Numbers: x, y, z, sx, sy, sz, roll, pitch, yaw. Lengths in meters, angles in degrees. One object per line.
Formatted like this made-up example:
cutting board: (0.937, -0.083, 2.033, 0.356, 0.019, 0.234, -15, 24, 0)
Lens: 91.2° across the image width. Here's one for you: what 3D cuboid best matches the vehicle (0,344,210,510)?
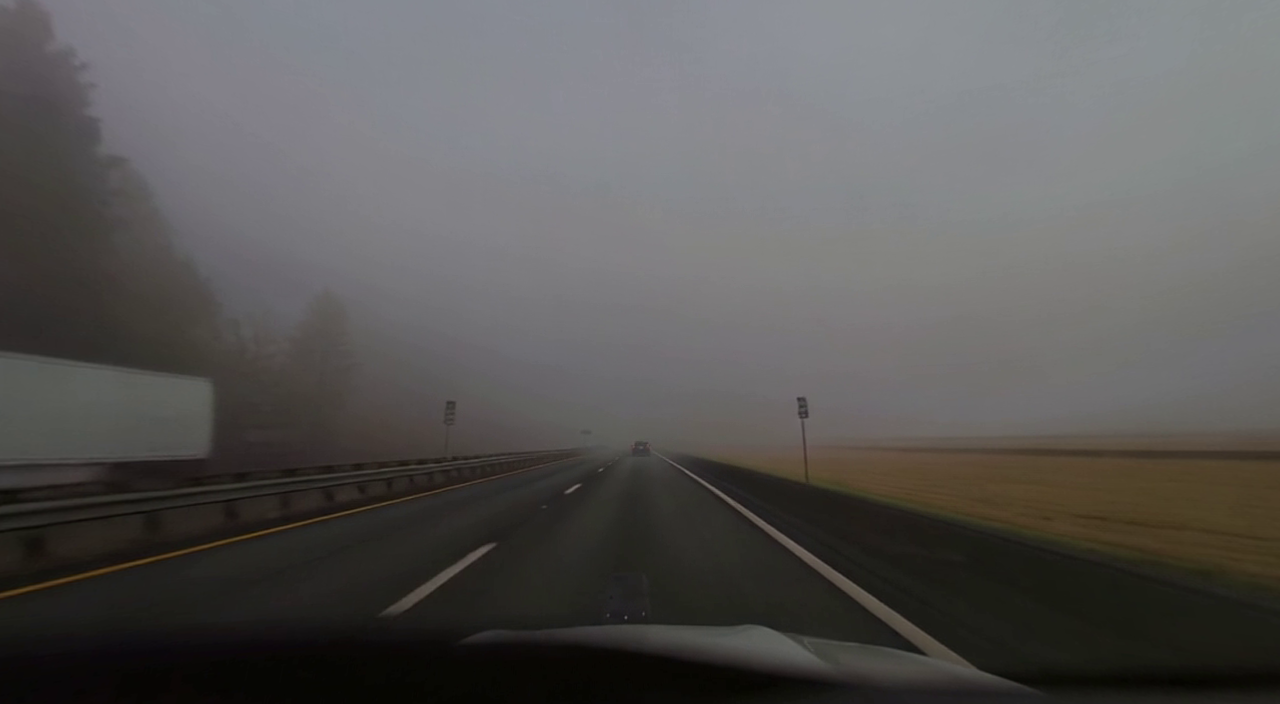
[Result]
vehicle: (-16.986, 1.841, 15.327, 3.046, 3.954, 13.985, 0, -8, 0)
